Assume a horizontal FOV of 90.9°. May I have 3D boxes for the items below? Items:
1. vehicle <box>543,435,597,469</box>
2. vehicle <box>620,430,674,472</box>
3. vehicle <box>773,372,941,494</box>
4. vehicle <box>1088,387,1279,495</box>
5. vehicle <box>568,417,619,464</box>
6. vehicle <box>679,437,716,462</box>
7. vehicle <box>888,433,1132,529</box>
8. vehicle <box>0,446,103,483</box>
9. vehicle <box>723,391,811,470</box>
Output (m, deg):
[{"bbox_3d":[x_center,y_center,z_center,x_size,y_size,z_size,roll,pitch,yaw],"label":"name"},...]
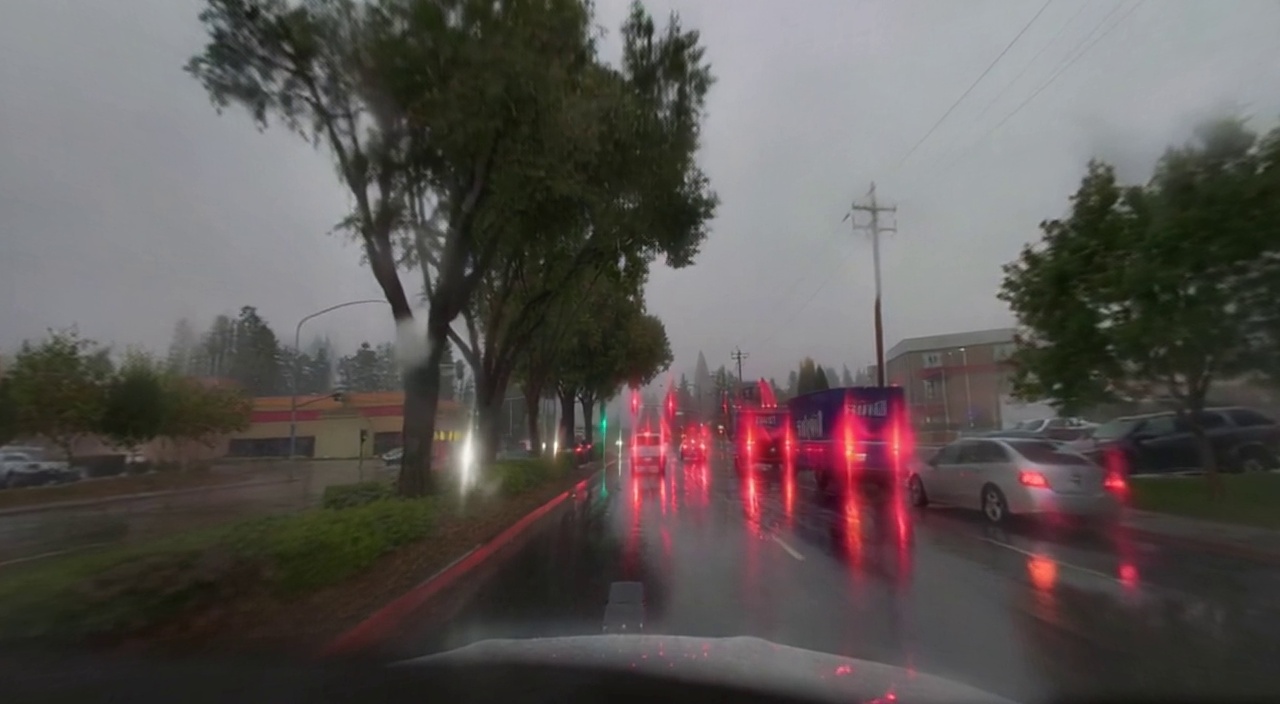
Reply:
[{"bbox_3d":[-3.314,4.844,30.641,2.008,1.500,4.369,-1,-8,1],"label":"vehicle"},{"bbox_3d":[0.344,4.396,28.216,2.209,1.718,4.008,-1,-8,1],"label":"vehicle"},{"bbox_3d":[6.858,2.813,21.521,2.891,3.361,7.843,-1,-8,0],"label":"vehicle"},{"bbox_3d":[13.750,2.200,15.699,5.354,2.214,2.504,6,-10,-36],"label":"vehicle"},{"bbox_3d":[-2.950,5.866,41.721,2.715,2.791,7.171,-1,-8,1],"label":"vehicle"},{"bbox_3d":[3.737,6.458,41.775,2.075,1.540,4.411,-1,-8,1],"label":"vehicle"},{"bbox_3d":[6.702,2.359,12.192,1.980,1.473,4.537,-1,-8,1],"label":"vehicle"},{"bbox_3d":[-29.268,5.330,30.100,1.971,1.578,5.304,-2,-8,12],"label":"vehicle"},{"bbox_3d":[7.005,4.662,36.593,2.816,3.804,10.315,-2,-9,0],"label":"vehicle"}]
